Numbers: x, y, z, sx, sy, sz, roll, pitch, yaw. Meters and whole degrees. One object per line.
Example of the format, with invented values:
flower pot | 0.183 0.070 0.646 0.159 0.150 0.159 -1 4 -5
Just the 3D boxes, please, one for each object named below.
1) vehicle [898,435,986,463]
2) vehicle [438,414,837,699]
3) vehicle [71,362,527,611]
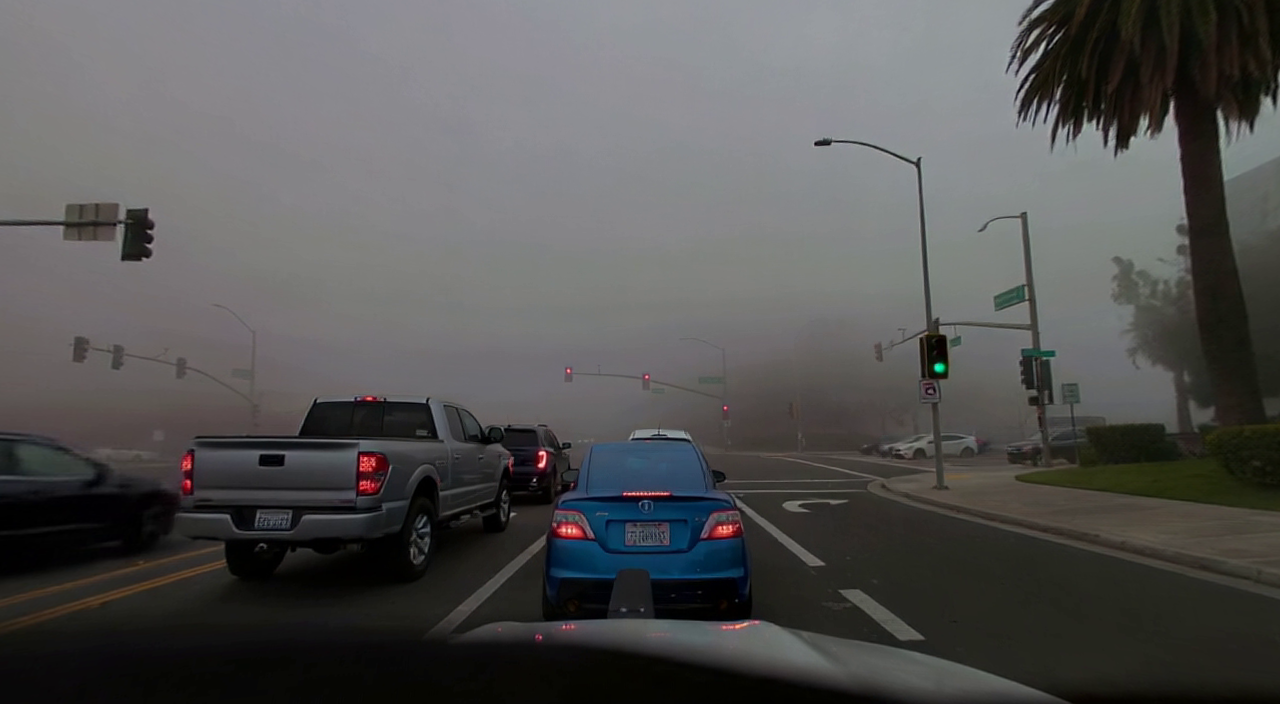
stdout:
vehicle | 18.823 6.082 39.293 4.466 1.717 1.963 0 -8 2
vehicle | 0.017 1.400 5.501 2.122 1.501 4.152 0 -8 1
vehicle | -3.246 1.475 7.895 2.330 1.969 5.626 -1 -8 3
